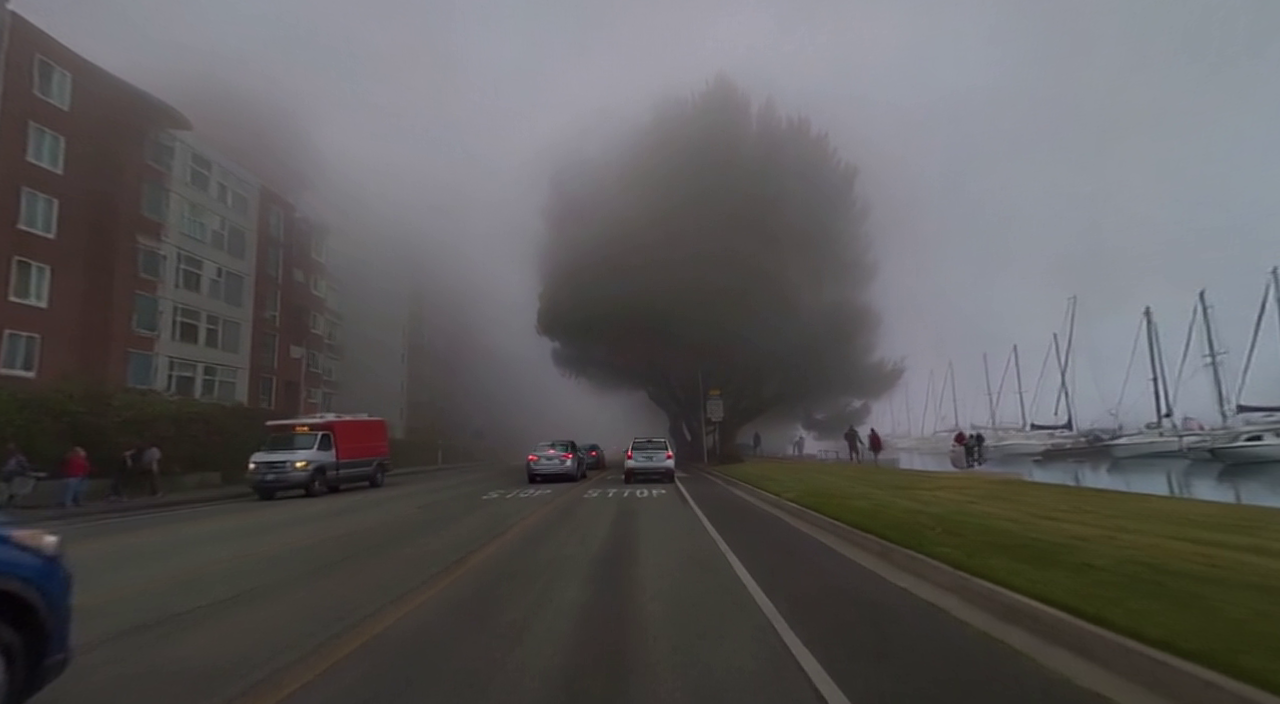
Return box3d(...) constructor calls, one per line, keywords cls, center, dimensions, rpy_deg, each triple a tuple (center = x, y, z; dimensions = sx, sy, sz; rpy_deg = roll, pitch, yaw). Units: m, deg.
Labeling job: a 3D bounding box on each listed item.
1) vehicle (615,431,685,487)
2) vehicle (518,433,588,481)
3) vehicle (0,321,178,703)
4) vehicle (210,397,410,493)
box3d(cls="vehicle", center=(0.286, 3.413, 20.319), dimensions=(2.057, 1.624, 3.726), rpy_deg=(0, -9, 0))
box3d(cls="vehicle", center=(-3.263, 4.054, 24.619), dimensions=(2.056, 1.680, 4.205), rpy_deg=(-1, -8, 1))
box3d(cls="vehicle", center=(-3.561, 0.577, 0.947), dimensions=(2.082, 1.817, 4.724), rpy_deg=(0, -9, 1))
box3d(cls="vehicle", center=(-13.182, 3.934, 26.617), dimensions=(2.924, 3.288, 9.352), rpy_deg=(-1, -9, 3))
